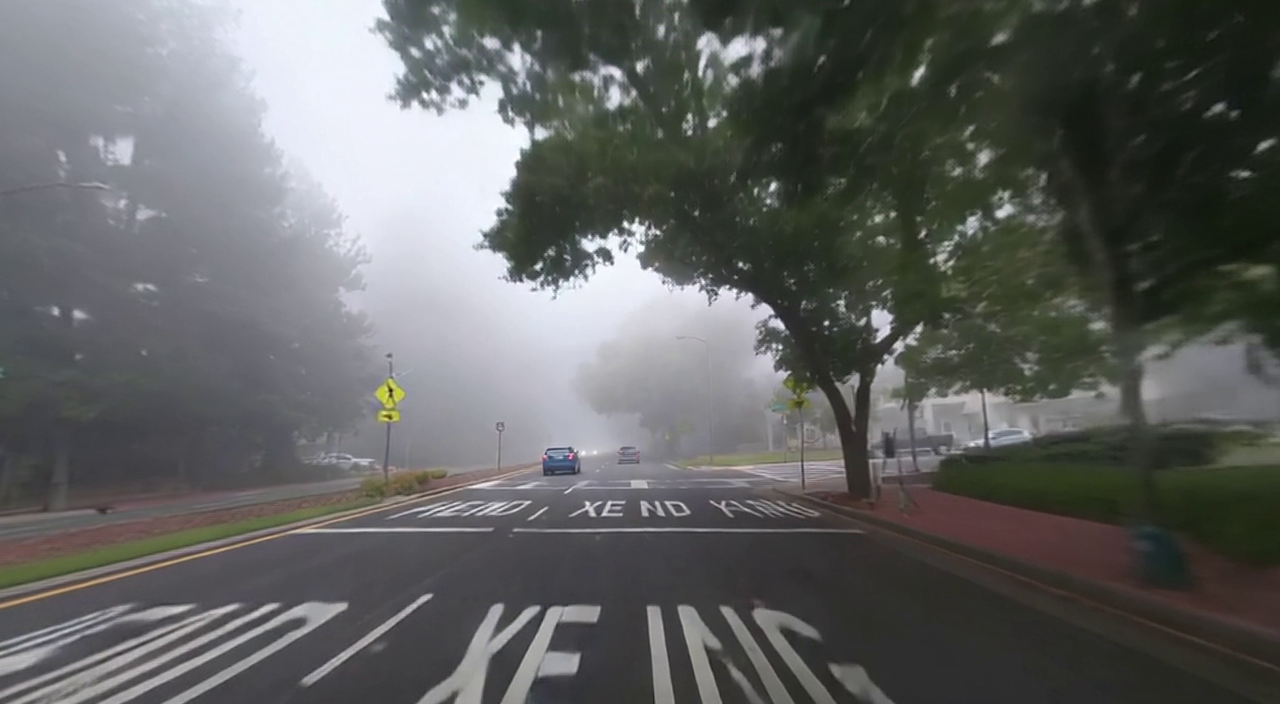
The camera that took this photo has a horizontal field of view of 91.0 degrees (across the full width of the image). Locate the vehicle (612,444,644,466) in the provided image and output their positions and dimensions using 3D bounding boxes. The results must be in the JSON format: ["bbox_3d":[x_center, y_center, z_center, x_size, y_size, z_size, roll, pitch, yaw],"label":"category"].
[{"bbox_3d":[-0.845,7.419,45.399,2.187,1.478,4.138,0,-8,-1],"label":"vehicle"}]

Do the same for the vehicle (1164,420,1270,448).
[{"bbox_3d":[33.184,4.715,36.250,4.334,1.545,1.812,0,-8,-2],"label":"vehicle"}]

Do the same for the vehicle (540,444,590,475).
[{"bbox_3d":[-3.761,5.460,32.365,2.083,1.460,4.527,0,-8,-1],"label":"vehicle"}]

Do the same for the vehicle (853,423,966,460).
[{"bbox_3d":[15.174,5.069,35.702,5.230,2.007,2.410,0,-9,1],"label":"vehicle"}]

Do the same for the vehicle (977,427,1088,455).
[{"bbox_3d":[22.345,5.083,35.954,5.025,1.532,1.958,0,-8,-1],"label":"vehicle"}]

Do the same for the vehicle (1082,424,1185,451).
[{"bbox_3d":[28.248,4.908,36.108,4.444,1.482,1.883,1,-9,-5],"label":"vehicle"}]
